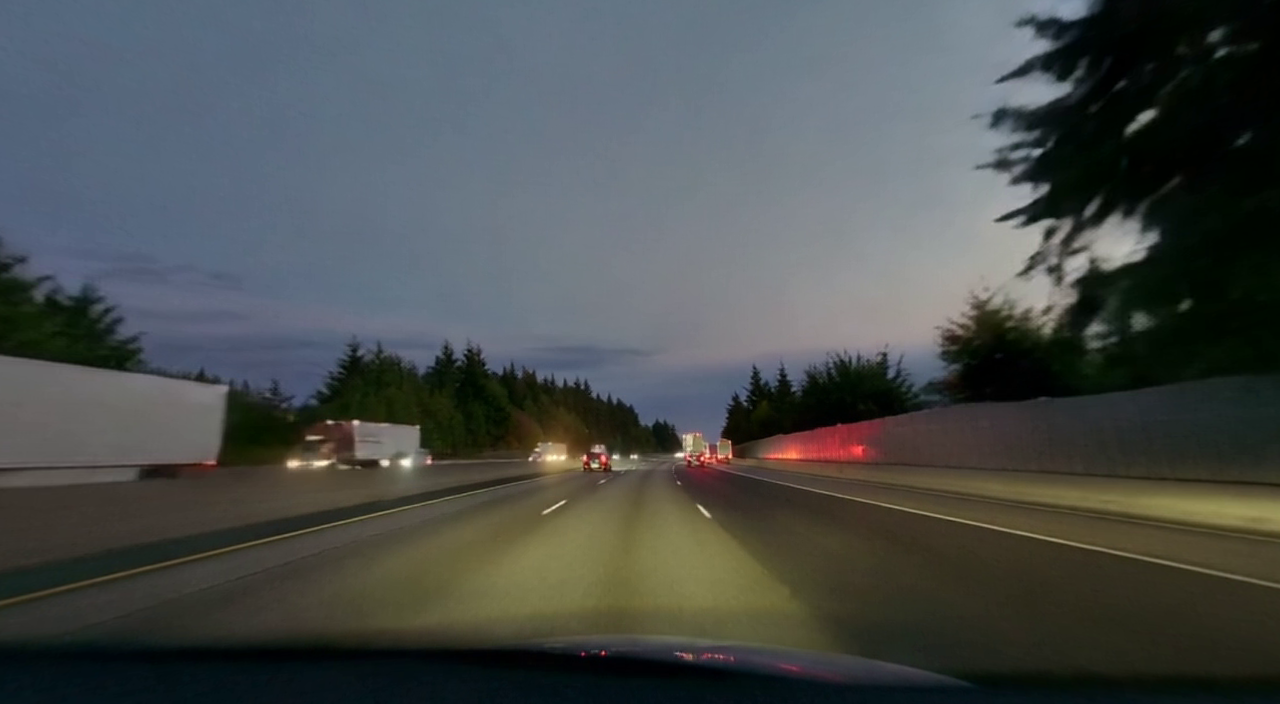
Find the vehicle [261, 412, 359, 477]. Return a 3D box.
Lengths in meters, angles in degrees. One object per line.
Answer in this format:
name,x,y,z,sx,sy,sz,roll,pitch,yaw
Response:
vehicle,-21.392,6.084,41.313,2.925,3.888,5.821,-1,-9,2

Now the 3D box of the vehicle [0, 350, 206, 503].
vehicle,-18.643,2.102,17.503,3.117,4.012,13.946,0,-9,1

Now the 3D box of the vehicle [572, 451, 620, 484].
vehicle,-2.119,5.752,31.709,2.035,1.513,4.272,0,-9,1

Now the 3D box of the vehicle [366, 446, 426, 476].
vehicle,-17.040,7.634,44.373,2.095,1.943,5.068,0,-9,1
